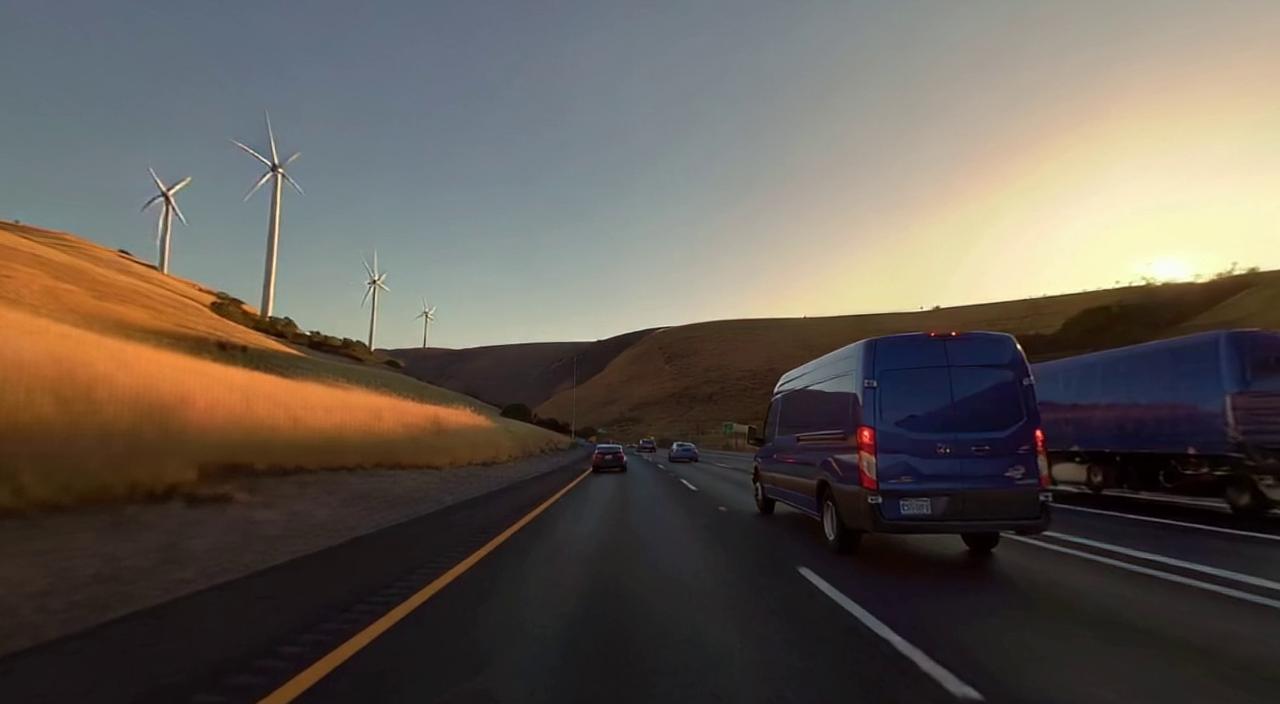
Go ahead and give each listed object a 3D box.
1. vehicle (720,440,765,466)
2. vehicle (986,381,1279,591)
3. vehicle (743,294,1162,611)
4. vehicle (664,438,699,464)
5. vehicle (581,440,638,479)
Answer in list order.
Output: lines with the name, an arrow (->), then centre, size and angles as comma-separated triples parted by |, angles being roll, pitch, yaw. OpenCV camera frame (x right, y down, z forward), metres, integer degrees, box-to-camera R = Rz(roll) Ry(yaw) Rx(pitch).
vehicle -> 6.360, 6.359, 39.786 | 1.958, 1.514, 4.930 | 0, -8, -1
vehicle -> 6.634, 1.408, 7.100 | 2.070, 1.833, 5.811 | 0, -8, -1
vehicle -> 3.039, 1.224, 8.164 | 2.365, 2.630, 5.754 | 0, -8, -1
vehicle -> 2.898, 7.103, 45.449 | 2.108, 1.717, 3.996 | 0, -8, -2
vehicle -> -1.143, 4.298, 25.508 | 2.082, 1.445, 3.826 | 0, -8, 0
